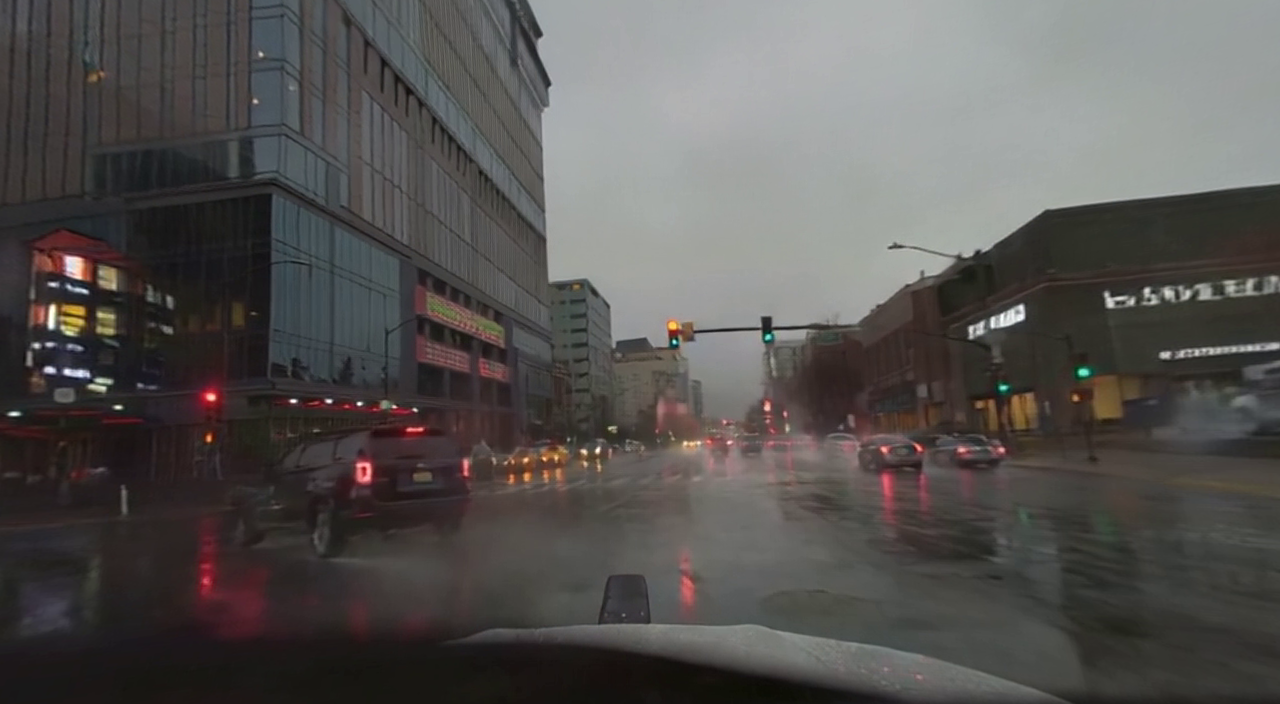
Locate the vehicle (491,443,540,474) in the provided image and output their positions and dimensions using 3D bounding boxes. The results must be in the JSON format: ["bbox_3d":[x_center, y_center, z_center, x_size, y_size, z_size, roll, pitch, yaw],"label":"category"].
[{"bbox_3d":[-6.907,5.909,35.326,1.760,1.491,3.722,1,-7,3],"label":"vehicle"}]

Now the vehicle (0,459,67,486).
[{"bbox_3d":[-41.124,8.010,41.998,4.099,1.674,1.908,-1,-8,3],"label":"vehicle"}]

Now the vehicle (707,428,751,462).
[{"bbox_3d":[5.426,5.760,39.135,2.115,1.932,5.189,-1,-8,2],"label":"vehicle"}]

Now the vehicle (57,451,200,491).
[{"bbox_3d":[-22.473,5.256,27.841,4.511,1.670,2.082,-1,-11,3],"label":"vehicle"}]

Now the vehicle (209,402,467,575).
[{"bbox_3d":[-4.671,1.847,9.371,2.157,1.863,4.665,7,-11,-41],"label":"vehicle"}]

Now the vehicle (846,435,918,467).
[{"bbox_3d":[11.570,4.755,30.508,1.863,1.426,4.494,-1,-8,2],"label":"vehicle"}]

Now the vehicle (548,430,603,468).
[{"bbox_3d":[-3.685,5.722,37.299,2.428,2.035,5.636,-1,-8,3],"label":"vehicle"}]

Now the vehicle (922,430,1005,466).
[{"bbox_3d":[15.546,4.670,30.625,1.746,1.446,4.475,-5,-9,2],"label":"vehicle"}]
